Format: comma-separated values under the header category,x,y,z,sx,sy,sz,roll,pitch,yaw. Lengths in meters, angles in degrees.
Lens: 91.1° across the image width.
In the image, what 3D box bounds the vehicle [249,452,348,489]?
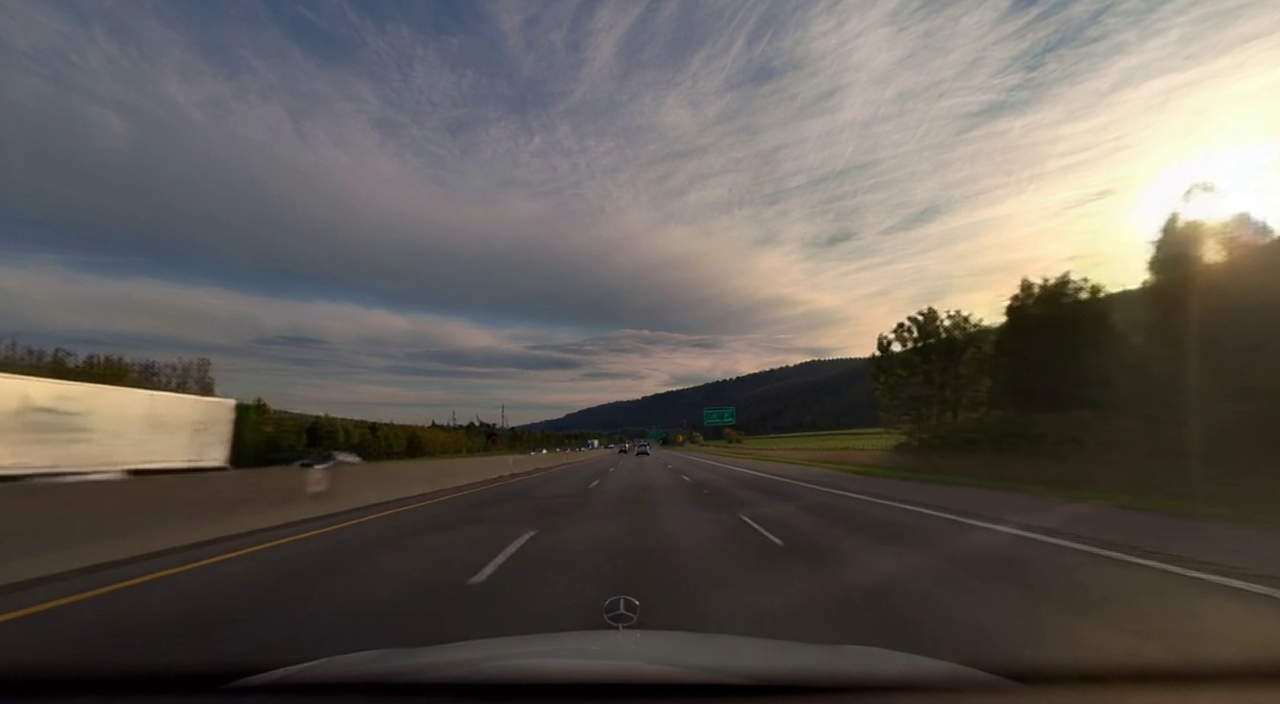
category,x,y,z,sx,sy,sz,roll,pitch,yaw
vehicle,-15.708,5.456,29.266,1.990,1.511,4.672,-1,-9,0

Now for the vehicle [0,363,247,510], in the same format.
category,x,y,z,sx,sy,sz,roll,pitch,yaw
vehicle,-19.274,2.954,21.360,2.872,4.066,13.769,-1,-9,0
